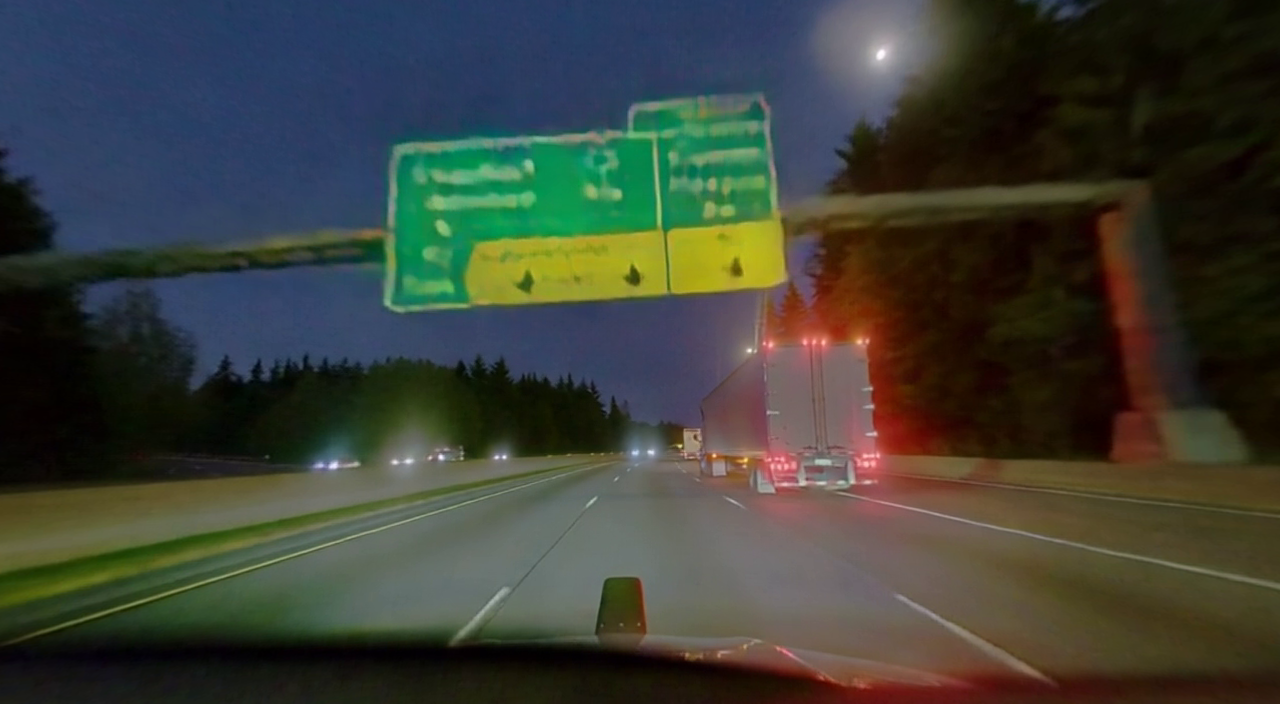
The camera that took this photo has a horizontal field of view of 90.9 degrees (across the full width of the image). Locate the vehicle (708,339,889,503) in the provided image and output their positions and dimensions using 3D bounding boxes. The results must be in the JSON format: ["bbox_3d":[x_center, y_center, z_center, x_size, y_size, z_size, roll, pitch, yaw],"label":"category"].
[{"bbox_3d":[4.576,2.715,22.320,2.859,3.984,14.045,0,-9,0],"label":"vehicle"}]
